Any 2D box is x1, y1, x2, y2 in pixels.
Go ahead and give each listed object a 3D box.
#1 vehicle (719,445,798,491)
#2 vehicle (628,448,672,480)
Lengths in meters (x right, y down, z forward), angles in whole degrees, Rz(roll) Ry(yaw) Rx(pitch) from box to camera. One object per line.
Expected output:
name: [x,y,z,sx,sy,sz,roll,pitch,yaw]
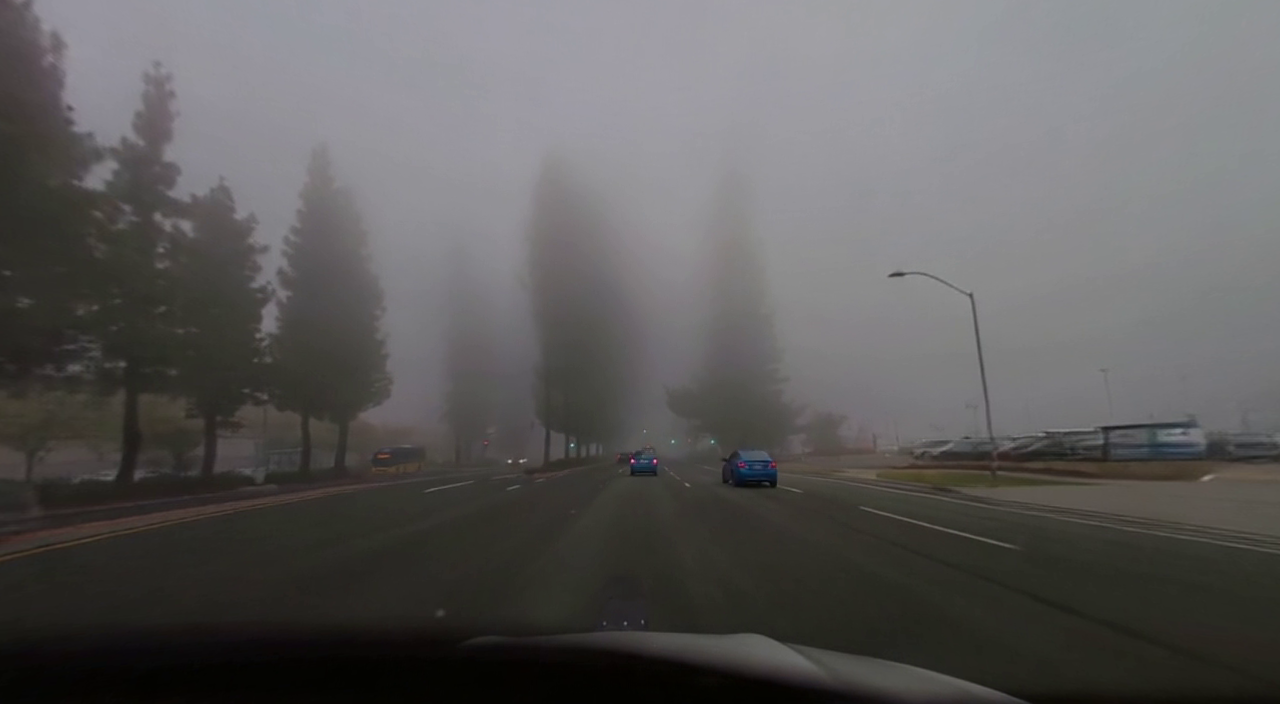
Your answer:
vehicle: [4.236,4.231,23.300,2.067,1.497,4.327,0,-9,0]
vehicle: [0.465,5.792,32.884,2.144,1.505,4.128,0,-9,0]
